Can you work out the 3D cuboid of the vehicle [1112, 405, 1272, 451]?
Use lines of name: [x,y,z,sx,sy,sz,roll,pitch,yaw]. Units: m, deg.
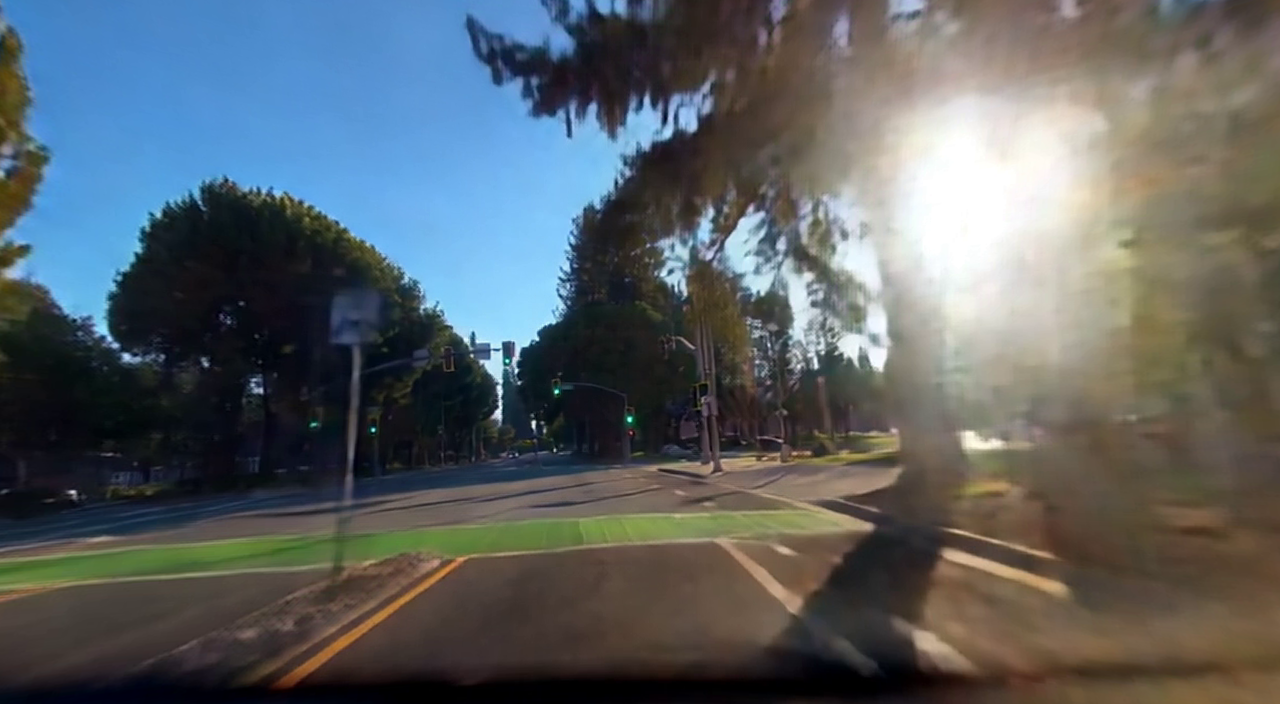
vehicle: [20.293,2.868,23.494,1.908,1.467,4.117,3,-8,-10]
